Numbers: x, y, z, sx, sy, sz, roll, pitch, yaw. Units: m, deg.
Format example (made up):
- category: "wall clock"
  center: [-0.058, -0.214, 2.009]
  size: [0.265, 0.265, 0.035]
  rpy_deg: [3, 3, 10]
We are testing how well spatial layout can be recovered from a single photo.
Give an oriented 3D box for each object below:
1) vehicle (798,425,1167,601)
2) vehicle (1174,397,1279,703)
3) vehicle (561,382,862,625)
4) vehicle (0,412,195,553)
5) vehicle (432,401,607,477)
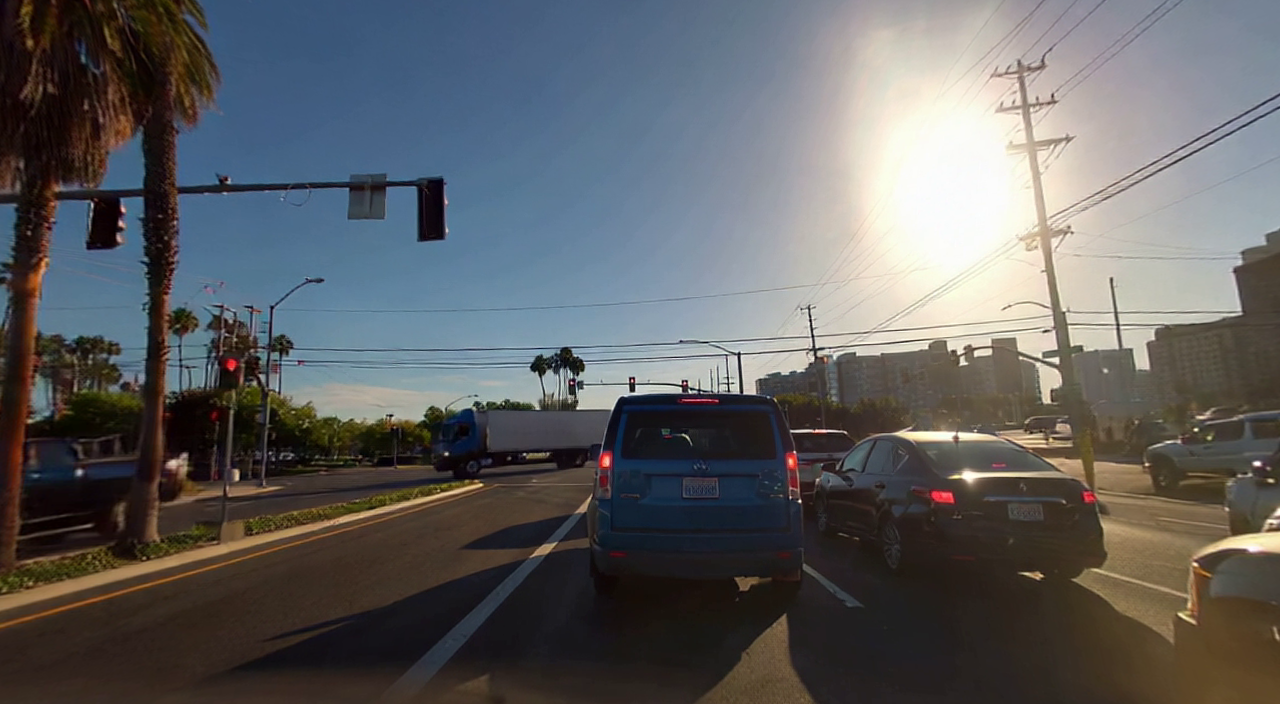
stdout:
- category: "vehicle"
  center: [3.436, 1.681, 7.503]
  size: [1.895, 1.456, 4.255]
  rpy_deg: [0, -9, -2]
- category: "vehicle"
  center: [3.357, 0.653, 0.658]
  size: [1.805, 1.485, 4.348]
  rpy_deg: [0, -9, 1]
- category: "vehicle"
  center: [0.454, 1.436, 6.883]
  size: [2.228, 1.780, 4.269]
  rpy_deg: [0, -9, -2]
- category: "vehicle"
  center: [-13.103, 2.714, 13.483]
  size: [2.230, 2.653, 5.869]
  rpy_deg: [-1, -9, 8]
- category: "vehicle"
  center: [-6.727, 5.323, 38.153]
  size: [2.973, 3.889, 11.535]
  rpy_deg: [-6, -10, 34]
